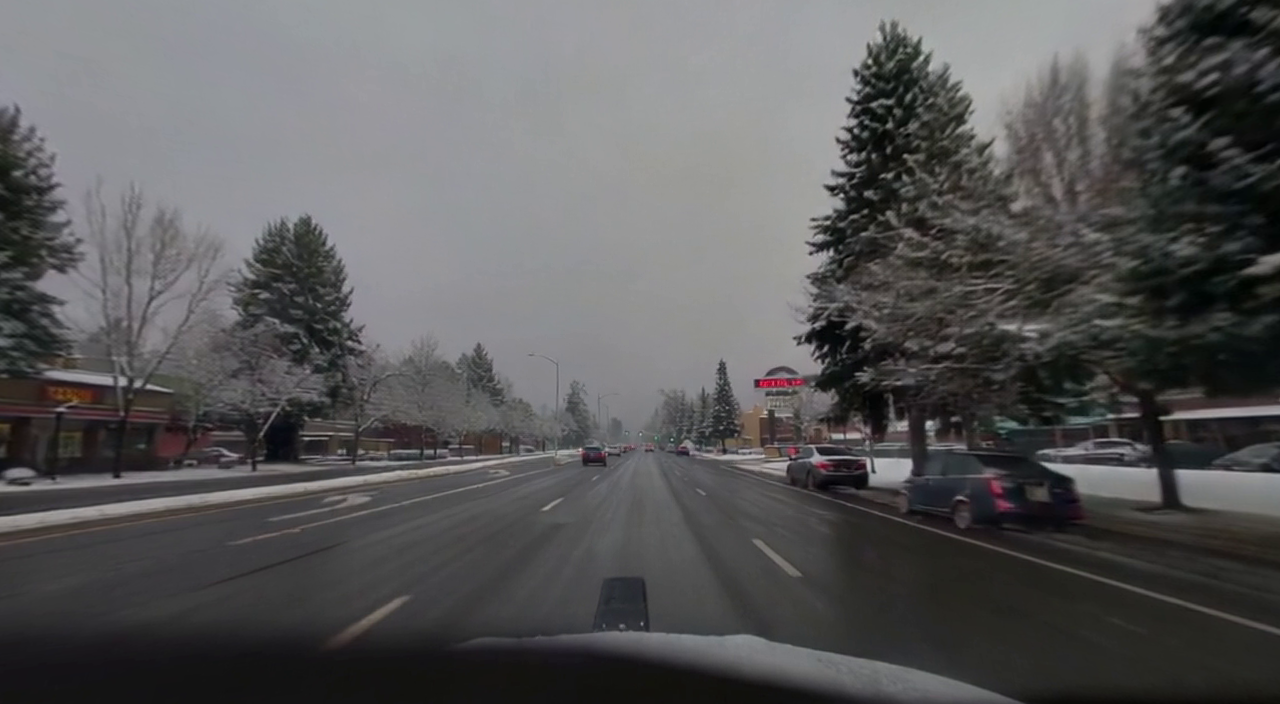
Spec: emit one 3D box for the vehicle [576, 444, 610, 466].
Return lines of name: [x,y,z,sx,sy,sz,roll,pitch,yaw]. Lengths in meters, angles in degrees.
vehicle: [-3.287,7.286,44.765,2.005,1.446,4.265,0,-8,0]

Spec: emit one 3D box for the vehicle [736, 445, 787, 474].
vehicle: [6.837,6.049,35.903,1.869,1.516,4.767,0,-8,-1]

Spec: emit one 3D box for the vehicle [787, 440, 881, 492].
vehicle: [6.658,3.925,22.116,1.934,1.641,4.117,0,-8,0]

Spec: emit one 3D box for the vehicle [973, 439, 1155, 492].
vehicle: [12.667,3.395,19.053,4.119,1.501,1.809,0,-8,2]

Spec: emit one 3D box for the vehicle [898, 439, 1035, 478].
vehicle: [12.813,4.187,24.878,4.357,1.463,1.915,1,-8,-4]

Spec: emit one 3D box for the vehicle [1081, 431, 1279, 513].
vehicle: [12.730,2.566,13.804,4.597,1.643,1.932,0,-7,2]
